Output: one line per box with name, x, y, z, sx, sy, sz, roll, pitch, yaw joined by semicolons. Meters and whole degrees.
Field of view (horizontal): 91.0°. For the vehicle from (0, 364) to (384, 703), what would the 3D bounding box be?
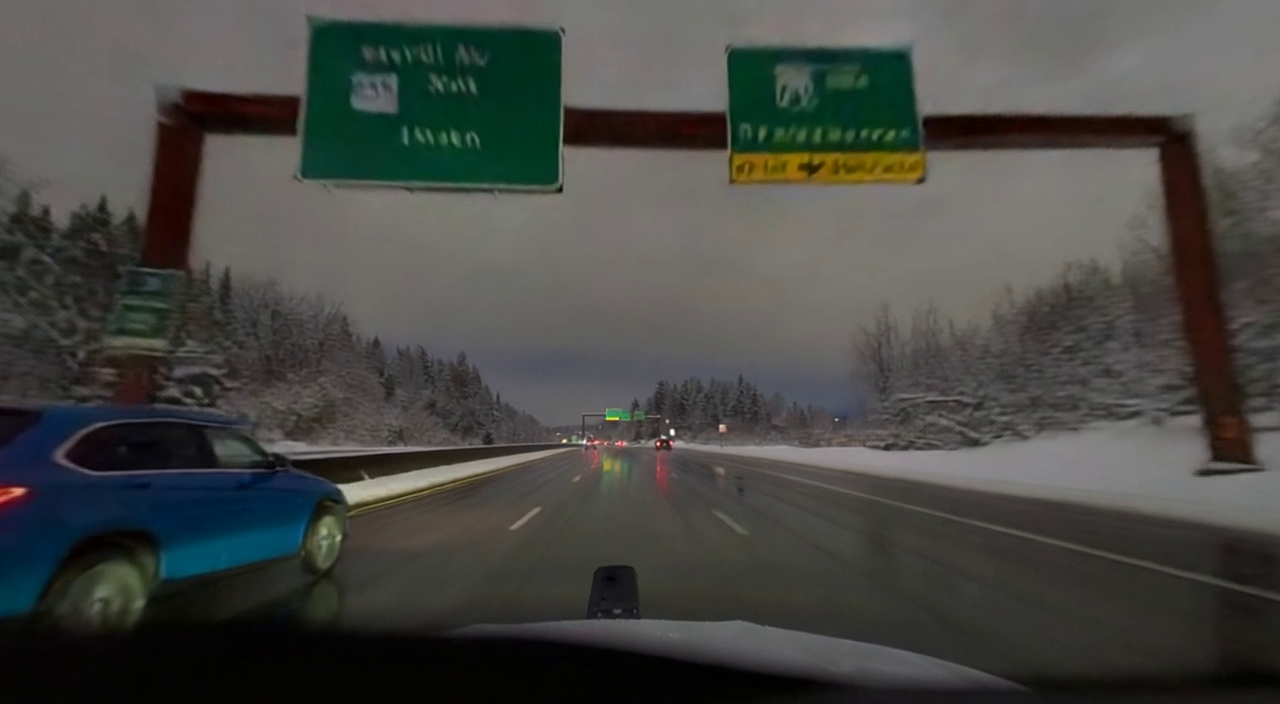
vehicle;-3.760;1.161;4.513;2.074;1.652;4.273;0;-8;-1
